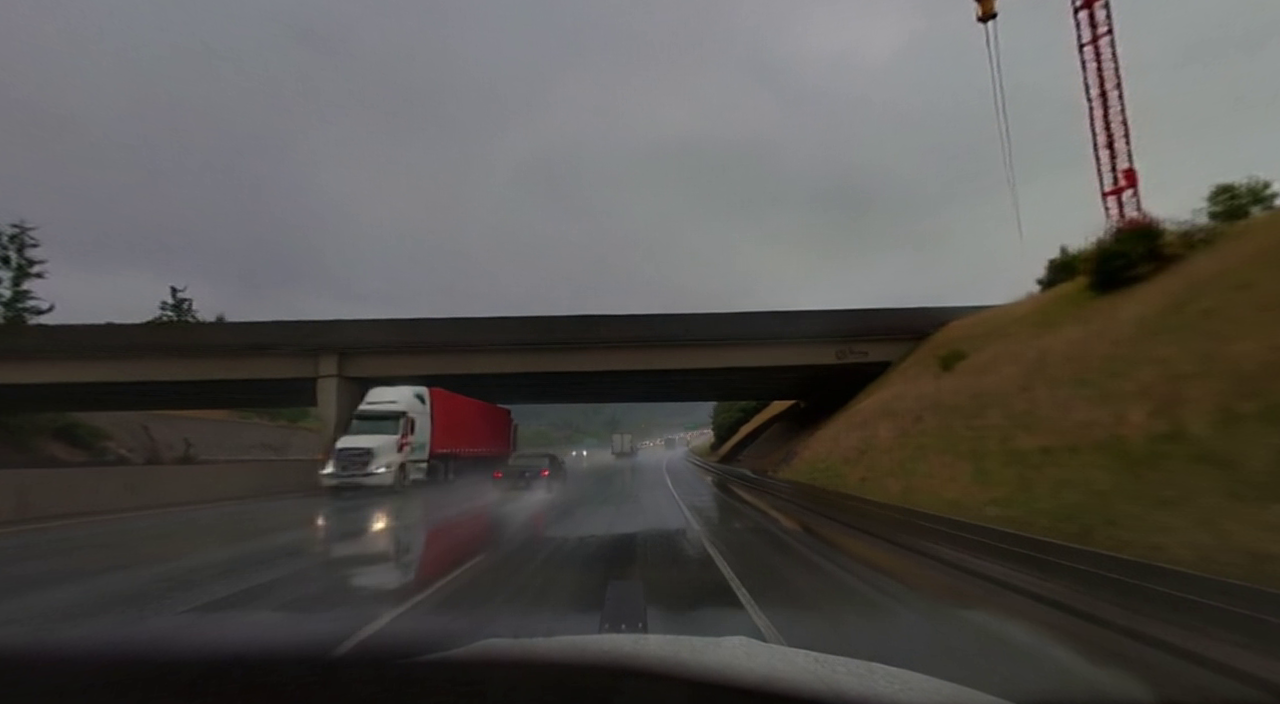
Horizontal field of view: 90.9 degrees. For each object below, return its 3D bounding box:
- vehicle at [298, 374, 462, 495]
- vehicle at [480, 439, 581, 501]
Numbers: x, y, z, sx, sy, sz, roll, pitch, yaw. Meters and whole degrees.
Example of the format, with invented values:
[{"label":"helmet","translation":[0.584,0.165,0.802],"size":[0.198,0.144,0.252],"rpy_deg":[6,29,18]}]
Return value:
[{"label":"vehicle","translation":[-9.411,3.159,23.742],"size":[3.436,3.972,5.728],"rpy_deg":[-1,-9,2]},{"label":"vehicle","translation":[-3.144,3.510,19.027],"size":[2.194,1.648,3.984],"rpy_deg":[0,-9,2]}]
